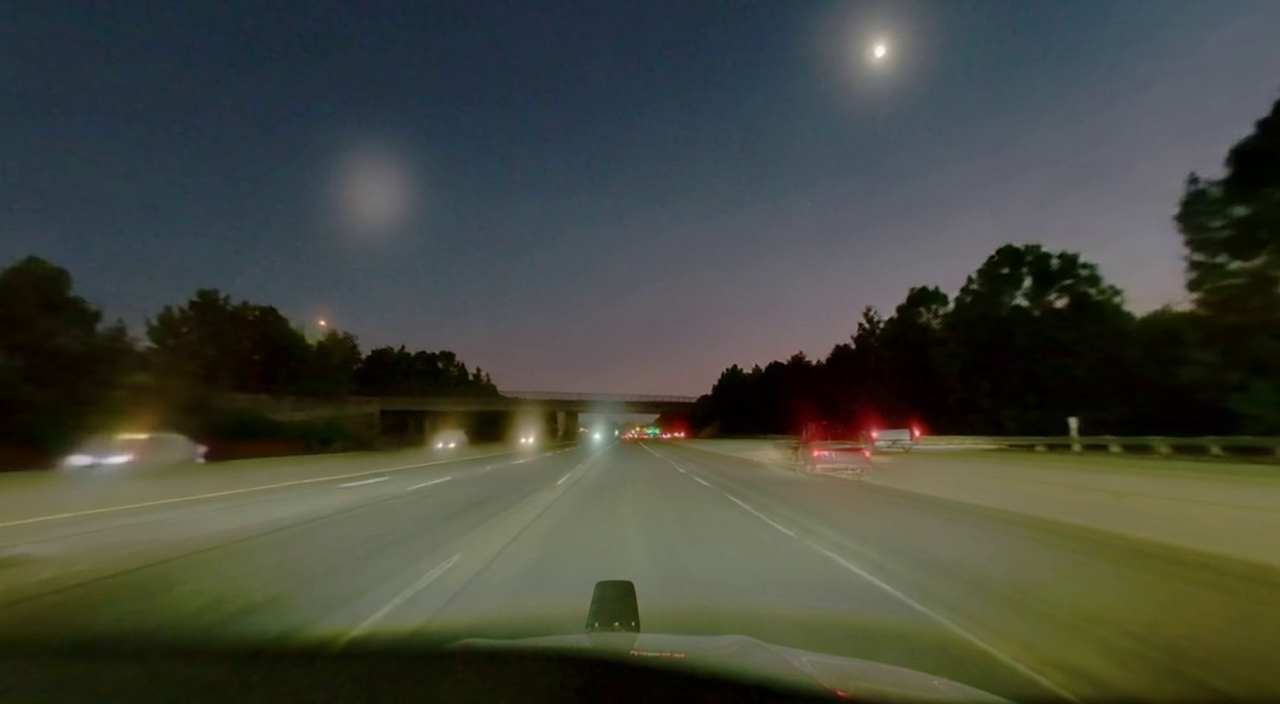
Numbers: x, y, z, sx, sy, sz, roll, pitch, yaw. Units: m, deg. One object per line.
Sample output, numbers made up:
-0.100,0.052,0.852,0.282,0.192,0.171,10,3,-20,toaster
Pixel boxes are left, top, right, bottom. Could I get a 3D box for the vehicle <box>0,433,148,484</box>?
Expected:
-20.952,3.869,23.239,1.953,1.679,4.499,0,-8,-2,vehicle
